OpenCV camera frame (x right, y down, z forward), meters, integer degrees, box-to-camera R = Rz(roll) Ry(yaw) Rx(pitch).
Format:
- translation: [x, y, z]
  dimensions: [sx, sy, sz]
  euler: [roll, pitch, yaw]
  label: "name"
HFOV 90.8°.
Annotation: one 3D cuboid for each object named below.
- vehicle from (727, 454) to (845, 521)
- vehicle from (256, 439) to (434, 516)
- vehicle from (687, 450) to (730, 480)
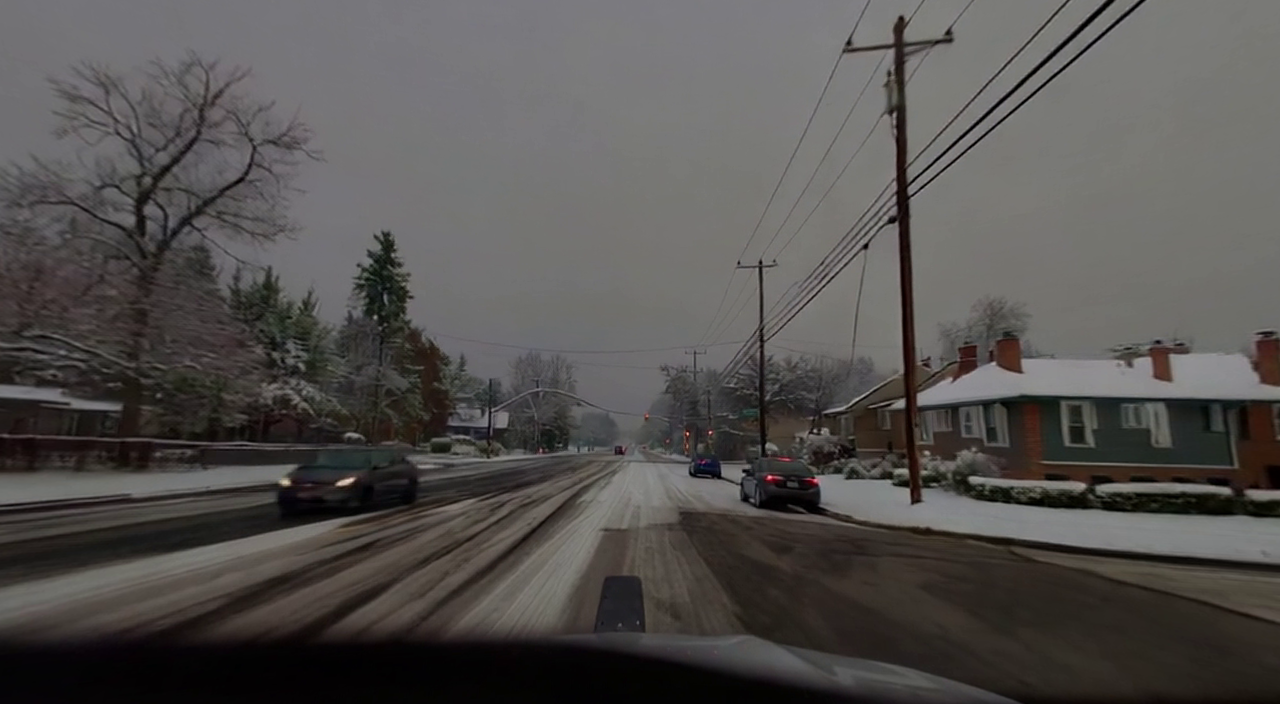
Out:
- translation: [3.777, 3.577, 17.290]
  dimensions: [2.031, 1.500, 4.590]
  euler: [1, -9, -1]
  label: "vehicle"
- translation: [-6.535, 2.803, 14.666]
  dimensions: [2.049, 1.494, 4.226]
  euler: [0, -9, 0]
  label: "vehicle"
- translation: [4.034, 6.746, 38.037]
  dimensions: [2.020, 1.690, 4.621]
  euler: [1, -9, -1]
  label: "vehicle"
